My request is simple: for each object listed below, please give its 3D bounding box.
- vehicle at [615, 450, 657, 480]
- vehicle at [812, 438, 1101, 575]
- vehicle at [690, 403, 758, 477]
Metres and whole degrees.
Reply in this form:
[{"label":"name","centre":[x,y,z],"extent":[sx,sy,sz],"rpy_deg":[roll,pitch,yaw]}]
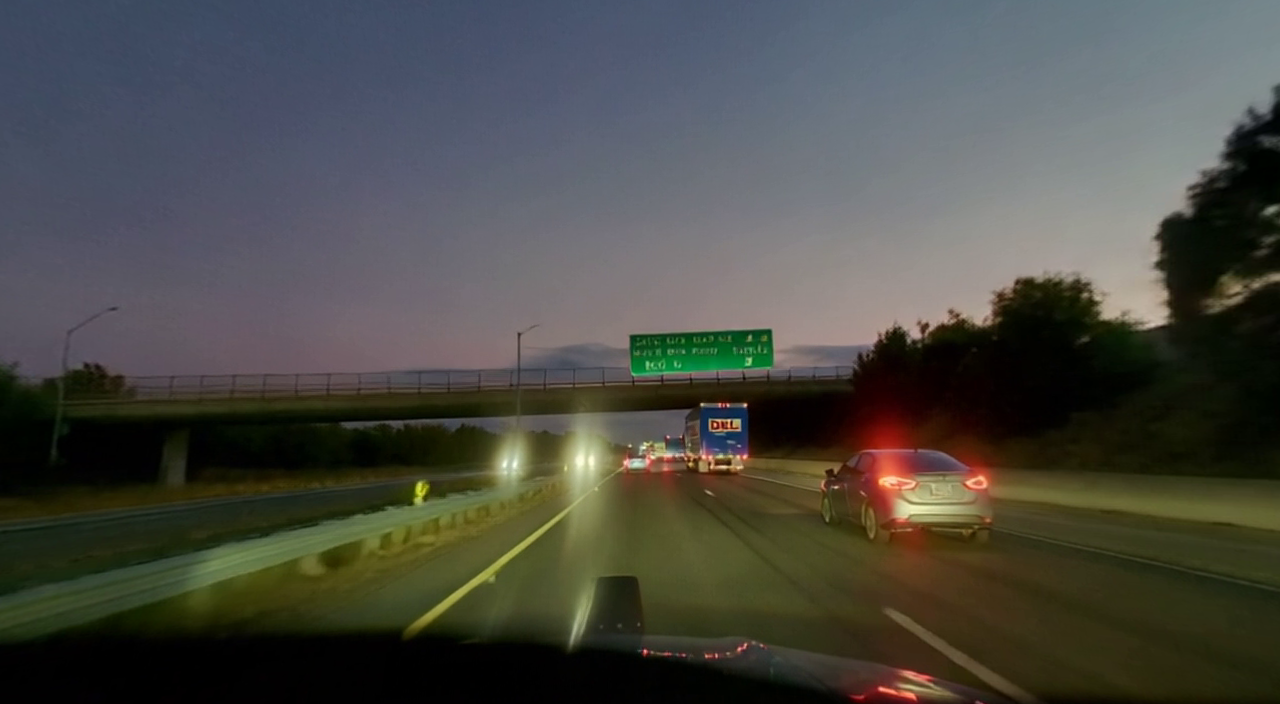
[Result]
[{"label":"vehicle","centre":[-0.231,5.854,32.887],"extent":[2.055,1.445,3.661],"rpy_deg":[0,-9,0]},{"label":"vehicle","centre":[4.009,1.998,8.958],"extent":[1.894,1.452,4.164],"rpy_deg":[0,-9,0]},{"label":"vehicle","centre":[4.863,5.382,38.251],"extent":[2.838,3.985,8.010],"rpy_deg":[0,-9,-1]}]
